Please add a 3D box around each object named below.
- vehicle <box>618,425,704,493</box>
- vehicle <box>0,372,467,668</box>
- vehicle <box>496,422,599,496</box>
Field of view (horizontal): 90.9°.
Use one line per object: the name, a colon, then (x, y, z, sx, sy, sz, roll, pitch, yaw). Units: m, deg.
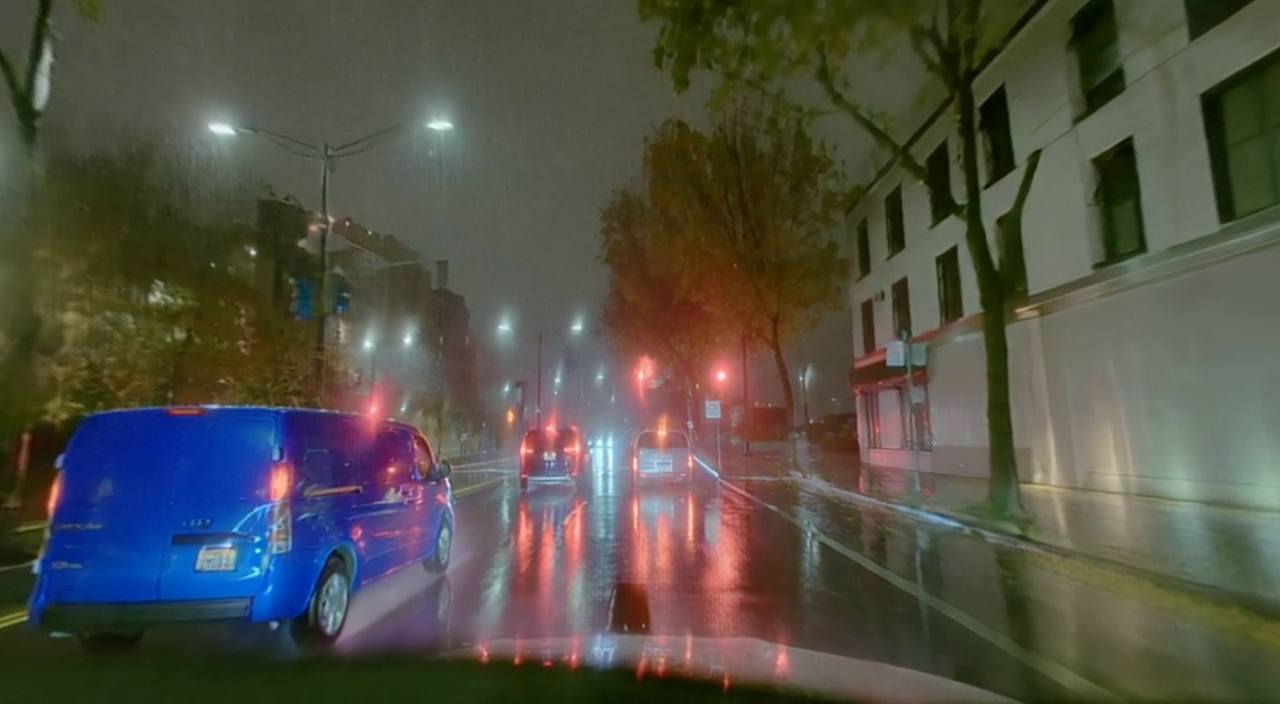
vehicle: (0.584, 3.054, 18.263, 2.205, 1.727, 3.917, -1, -8, 1)
vehicle: (-3.064, 1.258, 5.670, 1.940, 1.722, 3.823, 0, -8, 0)
vehicle: (-2.443, 2.998, 17.971, 2.124, 1.799, 4.587, 0, -8, 1)
